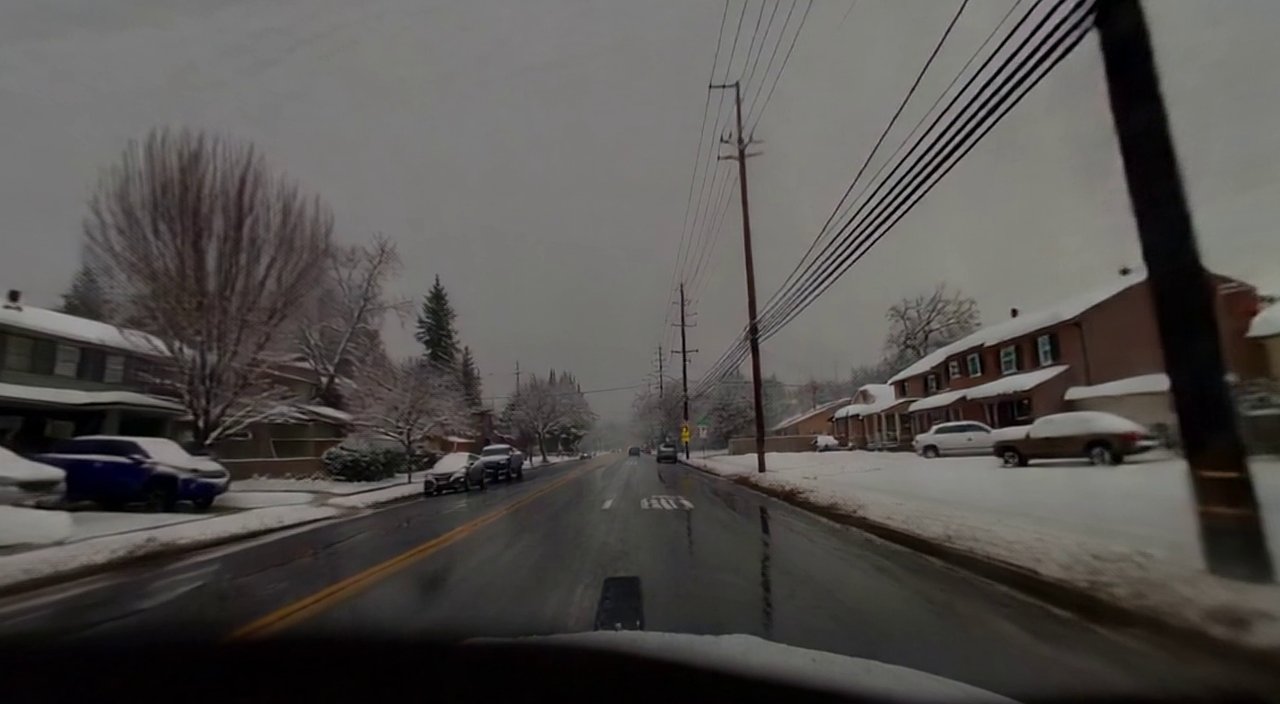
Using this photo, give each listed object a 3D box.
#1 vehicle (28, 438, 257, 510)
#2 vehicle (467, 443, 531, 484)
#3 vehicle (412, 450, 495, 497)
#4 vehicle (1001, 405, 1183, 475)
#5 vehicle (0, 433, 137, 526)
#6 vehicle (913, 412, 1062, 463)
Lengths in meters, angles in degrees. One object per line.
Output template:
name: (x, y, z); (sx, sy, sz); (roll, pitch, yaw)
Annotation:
vehicle: (-13.827, 3.401, 17.848); (4.432, 1.870, 2.299); (0, -9, 0)
vehicle: (-7.138, 5.700, 32.400); (2.135, 1.787, 4.452); (-4, -10, 1)
vehicle: (-7.093, 4.639, 24.440); (2.041, 1.587, 3.920); (-2, -9, 0)
vehicle: (13.587, 2.729, 19.350); (4.145, 1.767, 1.880); (-9, -11, 30)
vehicle: (-14.281, 2.719, 13.740); (4.543, 1.824, 2.379); (0, -9, -3)
vehicle: (13.712, 3.430, 25.128); (4.836, 1.789, 2.229); (-7, -9, 29)
